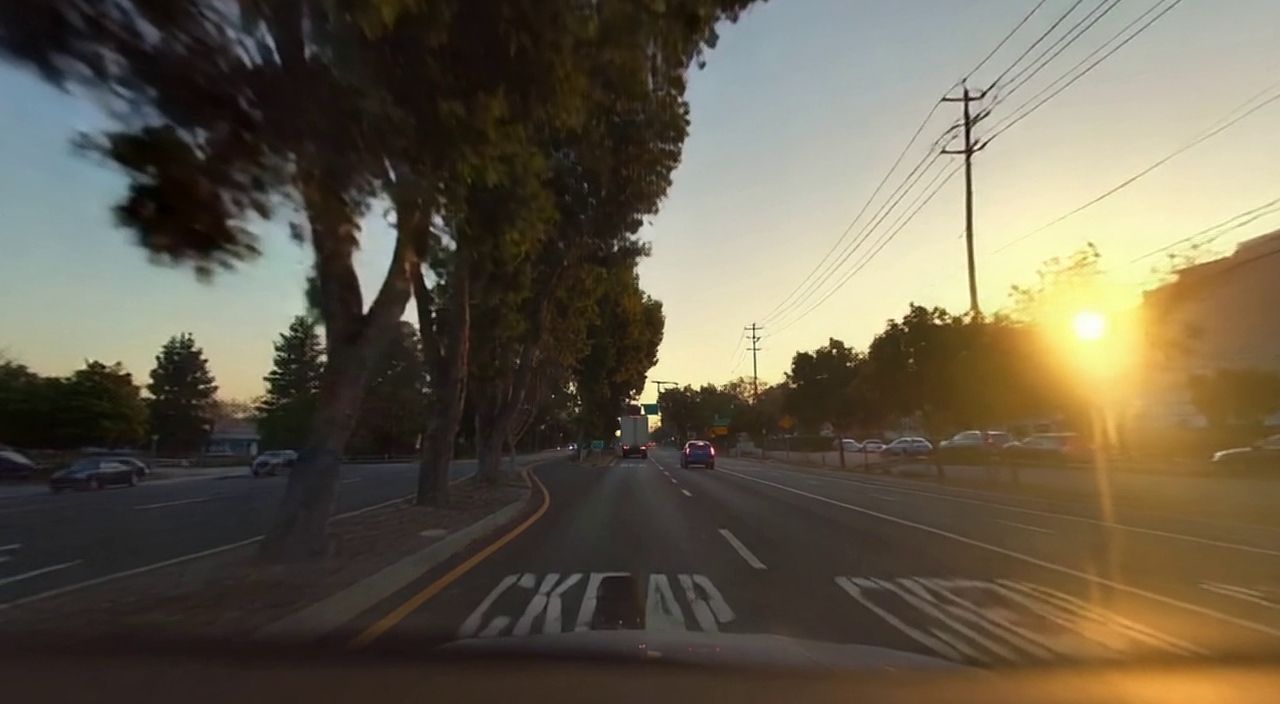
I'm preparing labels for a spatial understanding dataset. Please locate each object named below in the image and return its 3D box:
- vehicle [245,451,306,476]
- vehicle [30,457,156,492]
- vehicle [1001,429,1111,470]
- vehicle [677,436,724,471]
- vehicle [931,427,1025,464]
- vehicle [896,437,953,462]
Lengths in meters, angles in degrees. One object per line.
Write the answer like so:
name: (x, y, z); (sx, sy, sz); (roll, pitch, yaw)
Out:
vehicle: (-26.318, 8.030, 45.765); (2.188, 1.669, 4.546); (1, -9, -8)
vehicle: (-26.114, 5.832, 30.439); (1.883, 1.482, 4.779); (0, -8, -2)
vehicle: (20.533, 4.850, 31.538); (1.993, 1.854, 5.008); (0, -8, -1)
vehicle: (3.329, 5.708, 35.734); (2.086, 1.803, 4.607); (0, -8, -1)
vehicle: (20.585, 5.774, 38.869); (2.529, 2.086, 5.902); (0, -9, 1)
vehicle: (20.584, 7.057, 45.908); (1.917, 1.682, 4.575); (0, -8, 0)
